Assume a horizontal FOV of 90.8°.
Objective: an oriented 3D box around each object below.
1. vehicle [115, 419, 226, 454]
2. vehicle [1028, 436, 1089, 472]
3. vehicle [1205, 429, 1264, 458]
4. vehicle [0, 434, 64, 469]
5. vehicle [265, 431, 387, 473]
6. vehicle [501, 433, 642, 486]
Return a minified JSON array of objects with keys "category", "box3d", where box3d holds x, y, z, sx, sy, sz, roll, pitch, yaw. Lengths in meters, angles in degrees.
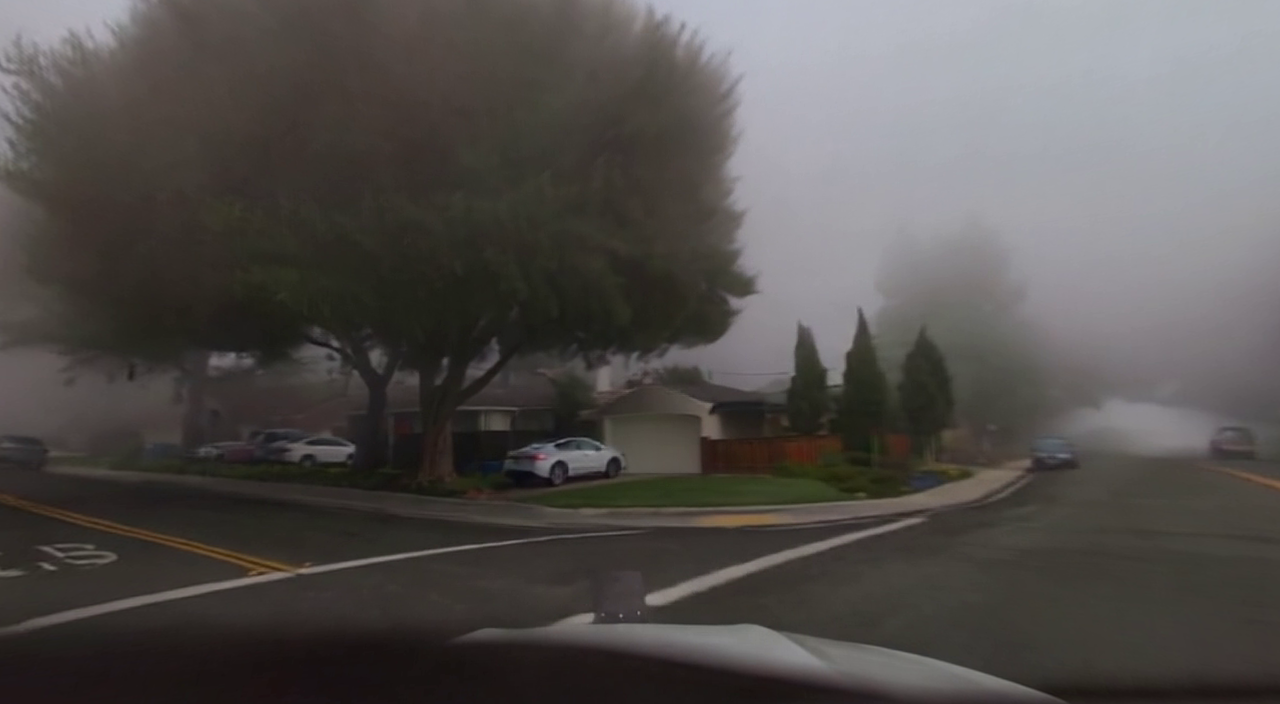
[{"category":"vehicle","box3d":[-28.344,5.123,38.317,2.181,1.911,4.861,-7,-10,36]},{"category":"vehicle","box3d":[19.475,4.704,29.310,2.075,1.551,4.074,-6,-10,35]},{"category":"vehicle","box3d":[36.439,5.626,38.814,2.116,1.711,4.155,-6,-10,37]},{"category":"vehicle","box3d":[-28.767,4.558,29.161,4.698,1.506,2.009,-5,-10,34]},{"category":"vehicle","box3d":[-13.554,4.331,27.493,1.978,1.666,4.230,-6,-11,37]},{"category":"vehicle","box3d":[-2.064,3.425,20.428,1.917,1.499,4.569,-6,-10,36]}]
